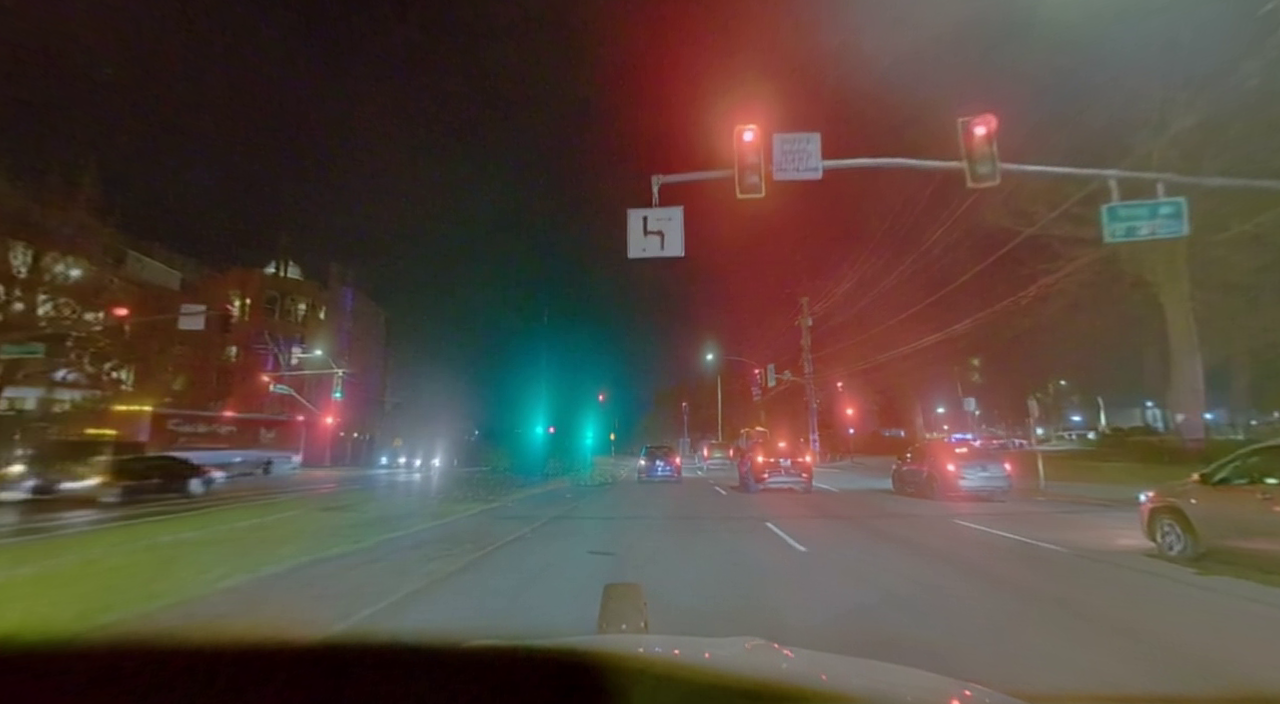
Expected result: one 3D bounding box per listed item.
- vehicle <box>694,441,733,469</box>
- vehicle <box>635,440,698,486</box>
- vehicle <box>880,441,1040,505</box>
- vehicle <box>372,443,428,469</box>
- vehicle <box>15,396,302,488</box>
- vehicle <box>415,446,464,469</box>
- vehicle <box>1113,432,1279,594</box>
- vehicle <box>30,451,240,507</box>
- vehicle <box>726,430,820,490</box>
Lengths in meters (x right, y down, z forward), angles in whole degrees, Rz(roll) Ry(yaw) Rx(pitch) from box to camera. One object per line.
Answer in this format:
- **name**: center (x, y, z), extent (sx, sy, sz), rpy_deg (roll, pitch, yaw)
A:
- **vehicle**: center (4.439, 6.295, 38.522), extent (1.896, 1.612, 4.203), rpy_deg (0, -9, 1)
- **vehicle**: center (0.962, 4.127, 23.697), extent (2.168, 1.527, 4.174), rpy_deg (0, -9, 2)
- **vehicle**: center (8.295, 3.153, 16.924), extent (1.882, 1.463, 4.543), rpy_deg (0, -9, 0)
- **vehicle**: center (-17.488, 7.612, 46.155), extent (2.076, 1.762, 4.895), rpy_deg (0, -9, 1)
- **vehicle**: center (-21.059, 4.271, 29.550), extent (3.354, 3.314, 12.985), rpy_deg (0, -9, 0)
- **vehicle**: center (-13.796, 7.291, 43.675), extent (1.827, 1.469, 4.476), rpy_deg (0, -9, 1)
- **vehicle**: center (6.797, 1.435, 5.510), extent (1.866, 1.471, 4.478), rpy_deg (0, -9, 0)
- **vehicle**: center (-13.708, 3.438, 17.584), extent (1.926, 1.303, 4.686), rpy_deg (0, -9, 1)
- **vehicle**: center (4.355, 3.636, 21.481), extent (2.119, 1.810, 4.848), rpy_deg (0, -9, 0)
